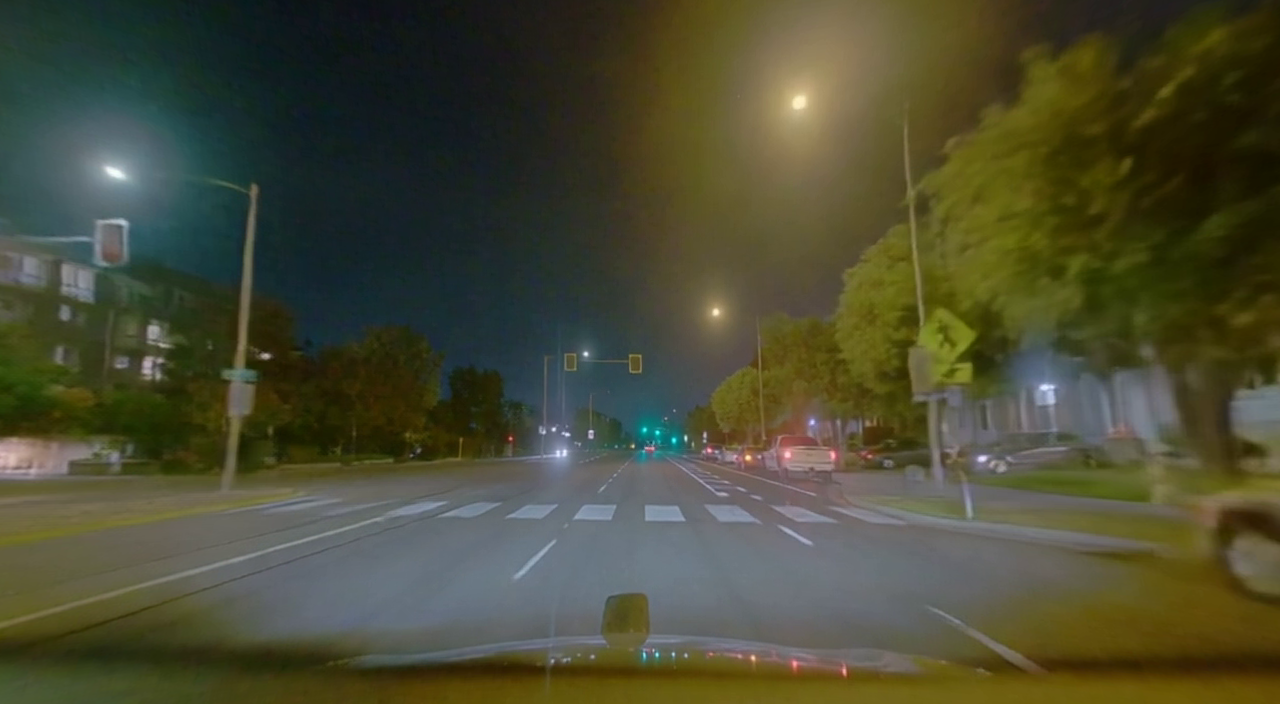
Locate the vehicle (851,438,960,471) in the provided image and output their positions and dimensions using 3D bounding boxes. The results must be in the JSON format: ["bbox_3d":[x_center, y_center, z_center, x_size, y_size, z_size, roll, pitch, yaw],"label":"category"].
[{"bbox_3d":[12.330,4.768,29.425,4.452,1.459,2.001,-4,-9,23],"label":"vehicle"}]

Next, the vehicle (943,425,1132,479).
[{"bbox_3d":[12.367,3.159,20.016,4.585,1.564,2.078,-3,-9,17],"label":"vehicle"}]

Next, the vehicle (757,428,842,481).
[{"bbox_3d":[6.435,4.211,26.147,2.293,1.942,5.004,0,-9,1],"label":"vehicle"}]

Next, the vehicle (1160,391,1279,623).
[{"bbox_3d":[5.944,0.984,3.469,2.094,1.766,4.792,0,-9,1],"label":"vehicle"}]
